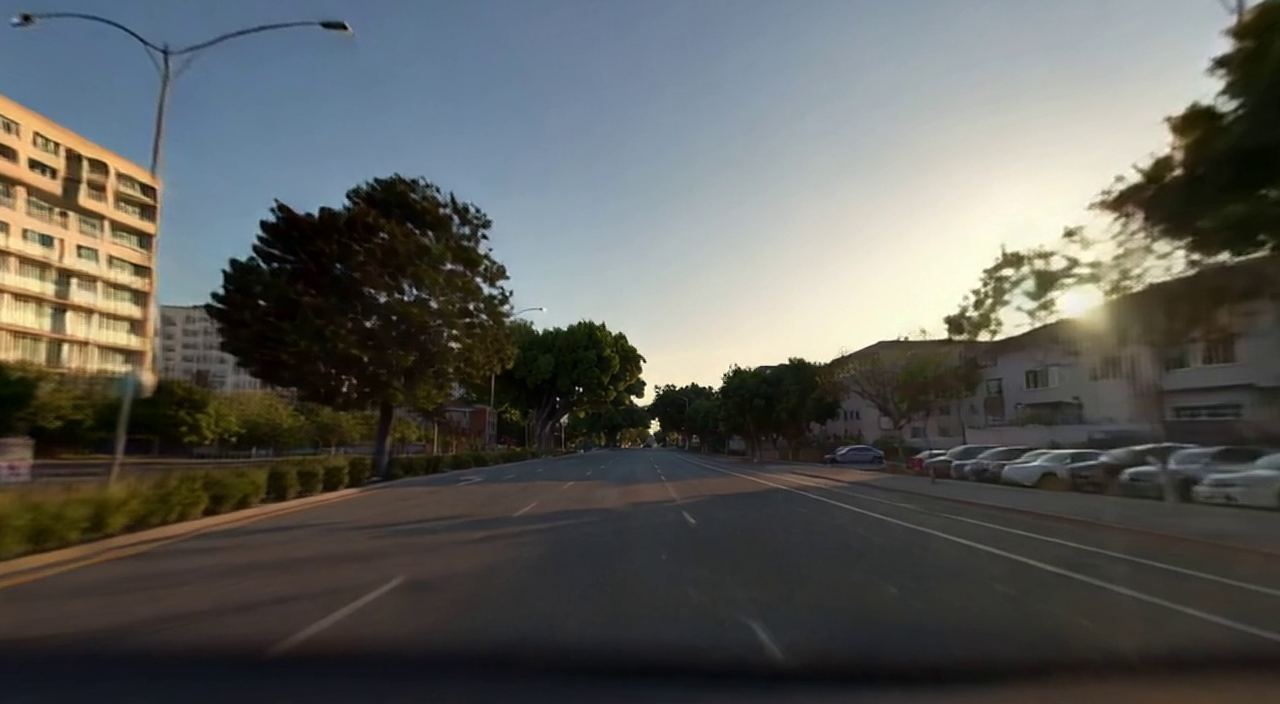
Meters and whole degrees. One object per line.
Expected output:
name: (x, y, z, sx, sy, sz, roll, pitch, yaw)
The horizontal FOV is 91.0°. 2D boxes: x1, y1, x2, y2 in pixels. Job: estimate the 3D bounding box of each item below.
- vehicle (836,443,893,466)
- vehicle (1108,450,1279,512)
vehicle: (15.269, 7.014, 43.131, 1.931, 1.475, 4.671, 0, -9, -3)
vehicle: (14.803, 3.223, 15.954, 4.227, 1.434, 2.031, 0, -9, 0)
